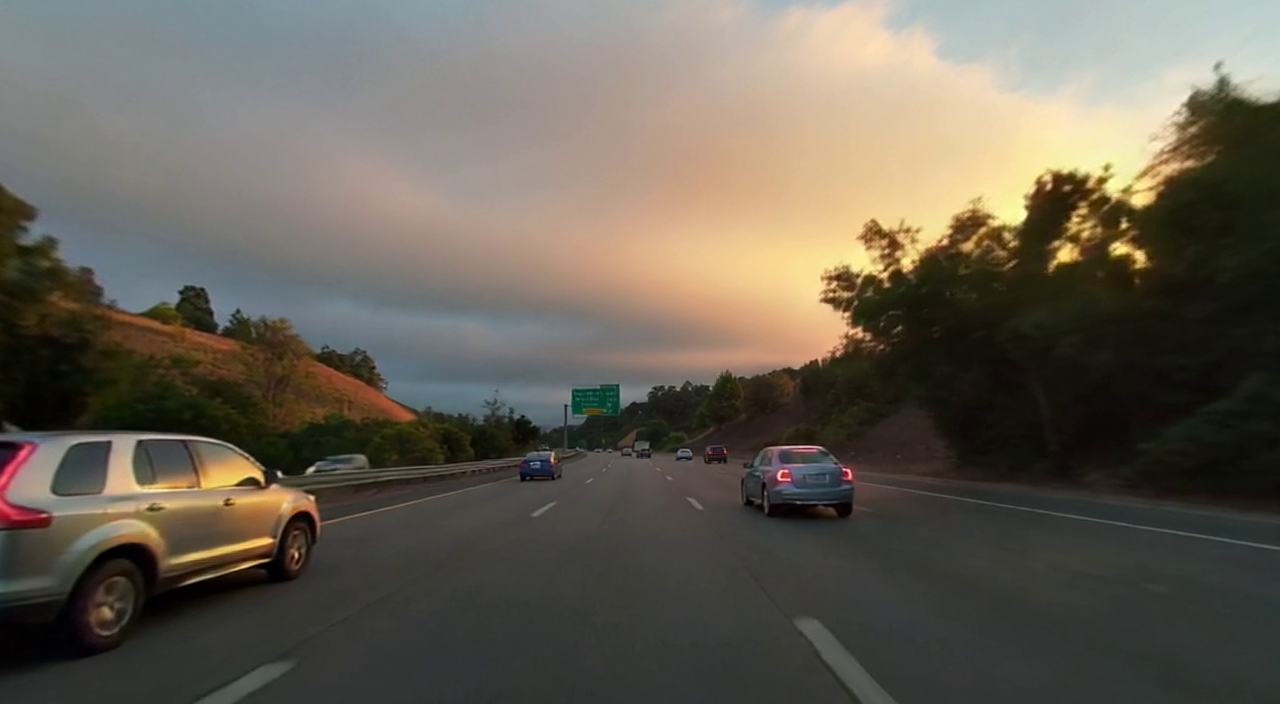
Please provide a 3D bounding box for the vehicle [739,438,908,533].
[{"bbox_3d":[3.414,2.581,12.772,2.120,1.572,4.344,0,-9,0],"label":"vehicle"}]

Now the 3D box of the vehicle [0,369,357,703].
[{"bbox_3d":[-4.377,1.260,5.154,2.079,1.745,4.281,0,-9,0],"label":"vehicle"}]

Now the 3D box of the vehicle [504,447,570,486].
[{"bbox_3d":[-4.184,4.704,26.185,2.009,1.488,4.289,0,-9,0],"label":"vehicle"}]
